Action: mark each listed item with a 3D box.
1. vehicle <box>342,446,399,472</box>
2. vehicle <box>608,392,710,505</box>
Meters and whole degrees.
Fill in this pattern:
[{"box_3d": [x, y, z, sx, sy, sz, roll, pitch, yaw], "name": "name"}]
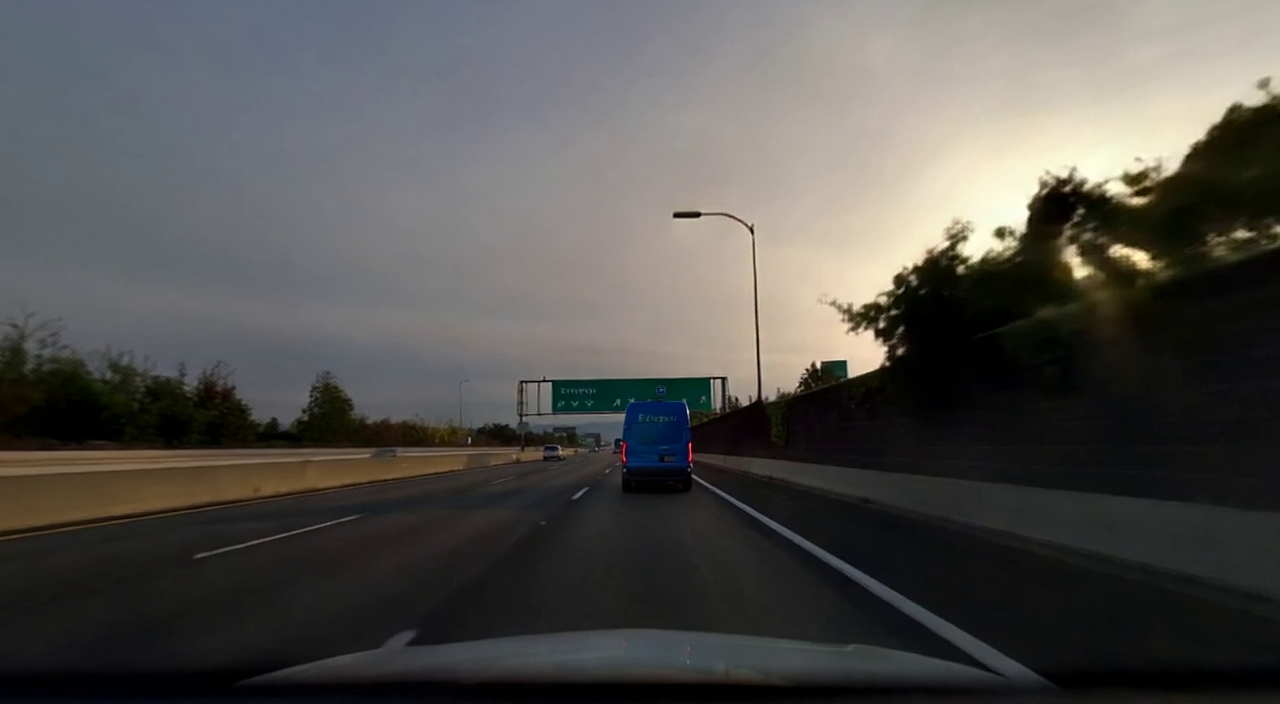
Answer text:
[{"box_3d": [-15.713, 6.238, 36.941, 1.651, 1.410, 3.840, 0, -9, 0], "name": "vehicle"}, {"box_3d": [0.354, 2.596, 17.099, 2.332, 2.558, 5.314, 0, -9, -2], "name": "vehicle"}]
